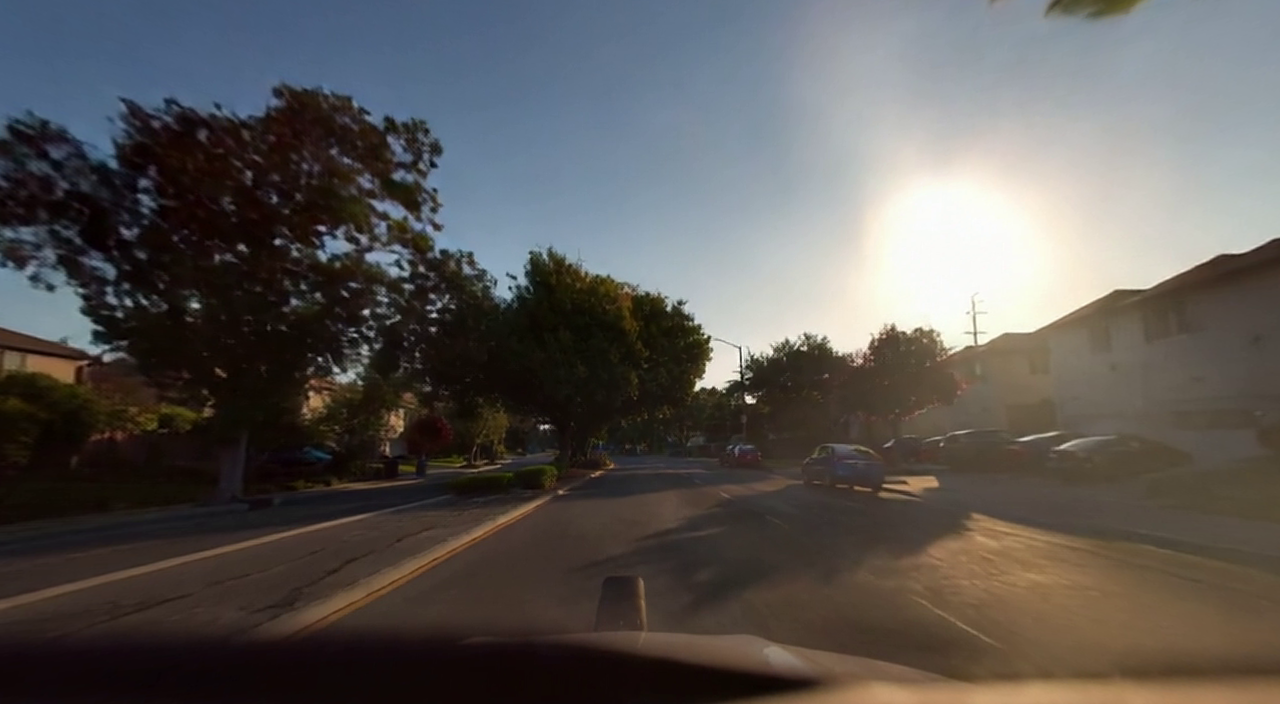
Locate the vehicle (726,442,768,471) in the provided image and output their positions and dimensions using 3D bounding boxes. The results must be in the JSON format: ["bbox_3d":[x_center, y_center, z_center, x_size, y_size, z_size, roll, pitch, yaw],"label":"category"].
[{"bbox_3d":[6.840,6.749,40.967,1.996,1.745,4.556,-1,-9,1],"label":"vehicle"}]

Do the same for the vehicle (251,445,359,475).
[{"bbox_3d":[-21.214,6.850,40.200,5.659,1.769,2.073,0,-8,-2],"label":"vehicle"}]

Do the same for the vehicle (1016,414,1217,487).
[{"bbox_3d":[13.336,2.823,18.193,1.978,1.738,4.734,-2,-9,-1],"label":"vehicle"}]

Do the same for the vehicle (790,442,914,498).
[{"bbox_3d":[6.485,3.637,20.056,2.042,1.511,5.029,0,-8,-2],"label":"vehicle"}]

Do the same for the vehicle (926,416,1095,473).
[{"bbox_3d":[14.990,3.798,25.863,5.355,1.853,2.257,-4,-9,1],"label":"vehicle"}]
